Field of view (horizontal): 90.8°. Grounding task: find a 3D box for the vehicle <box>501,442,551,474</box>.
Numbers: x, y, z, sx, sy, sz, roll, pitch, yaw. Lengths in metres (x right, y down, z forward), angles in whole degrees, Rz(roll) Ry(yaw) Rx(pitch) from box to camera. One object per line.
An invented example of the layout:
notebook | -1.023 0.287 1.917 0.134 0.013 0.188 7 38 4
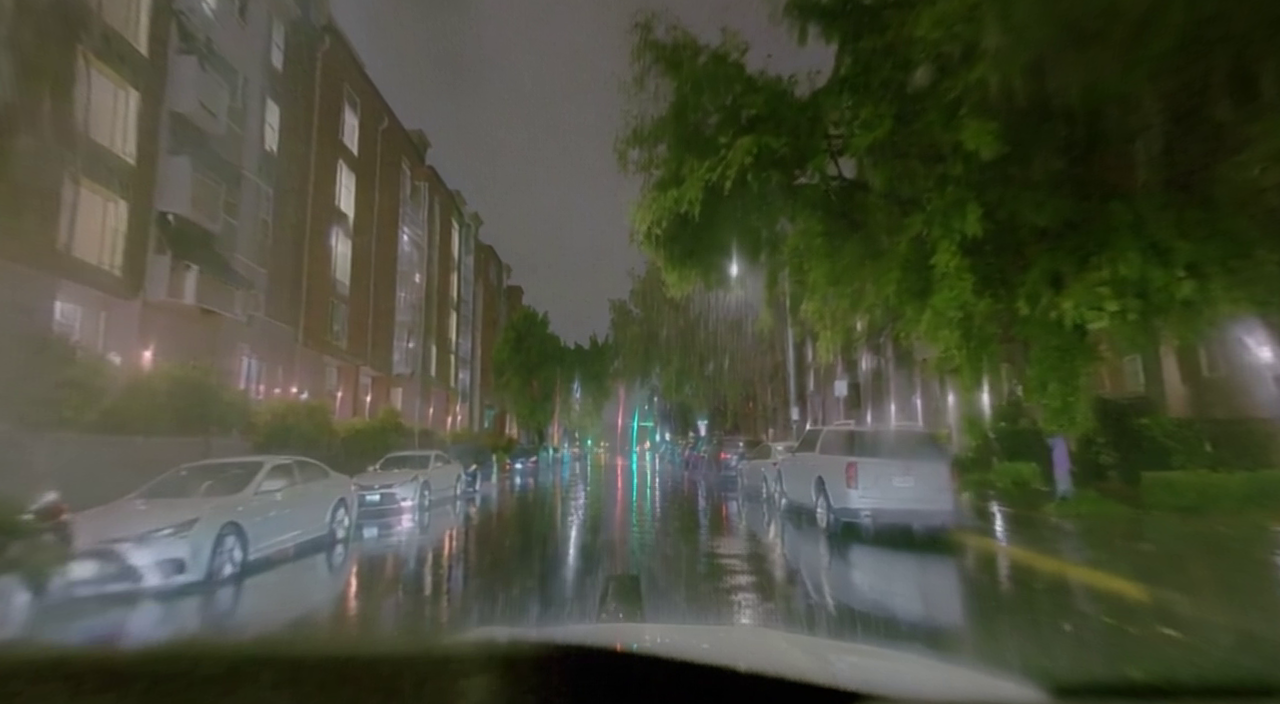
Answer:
vehicle | -5.668 5.318 31.982 1.647 1.481 4.433 0 -8 1

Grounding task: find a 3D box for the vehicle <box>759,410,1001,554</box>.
vehicle | 3.492 2.007 10.518 1.912 1.781 5.159 0 -8 -1

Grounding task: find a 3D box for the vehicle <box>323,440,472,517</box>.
vehicle | -5.353 2.811 14.660 1.711 1.500 4.510 0 -8 -1

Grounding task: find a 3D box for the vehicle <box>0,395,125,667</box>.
vehicle | -4.993 0.935 2.616 1.922 1.728 4.628 0 -8 -2

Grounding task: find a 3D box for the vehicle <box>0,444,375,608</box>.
vehicle | -5.115 1.872 7.908 1.649 1.408 4.665 0 -8 -1
